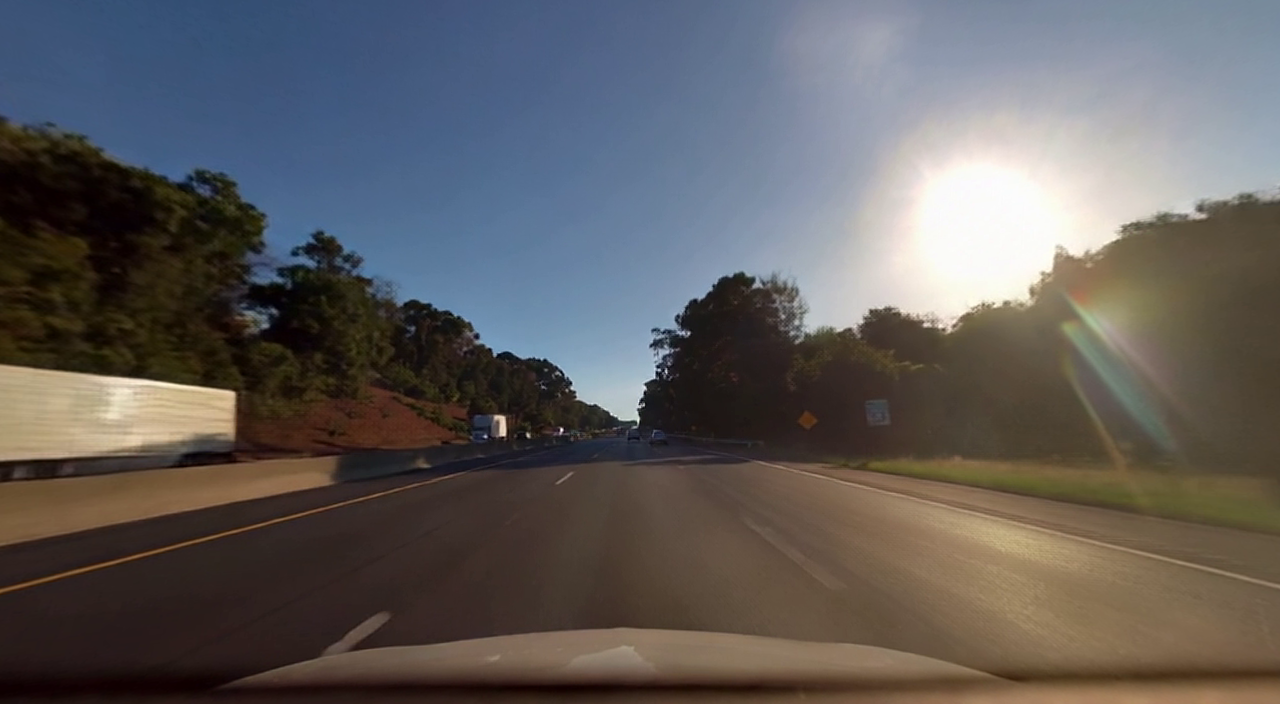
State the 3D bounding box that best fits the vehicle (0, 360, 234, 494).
[{"bbox_3d":[-21.008,2.816,23.076,2.909,4.050,14.324,0,-8,-1],"label":"vehicle"}]
